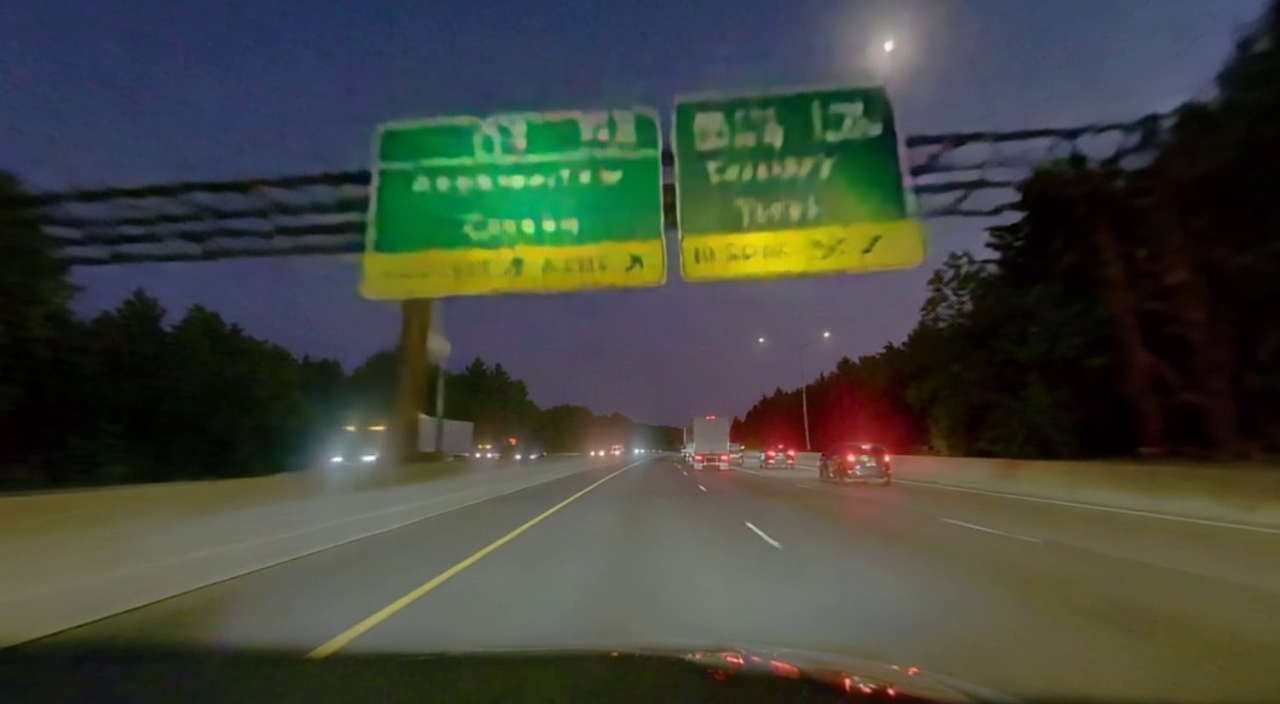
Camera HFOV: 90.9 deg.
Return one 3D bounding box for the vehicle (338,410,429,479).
[{"bbox_3d":[-15.957,5.868,39.764,2.992,4.002,5.884,0,-9,1],"label":"vehicle"}]
